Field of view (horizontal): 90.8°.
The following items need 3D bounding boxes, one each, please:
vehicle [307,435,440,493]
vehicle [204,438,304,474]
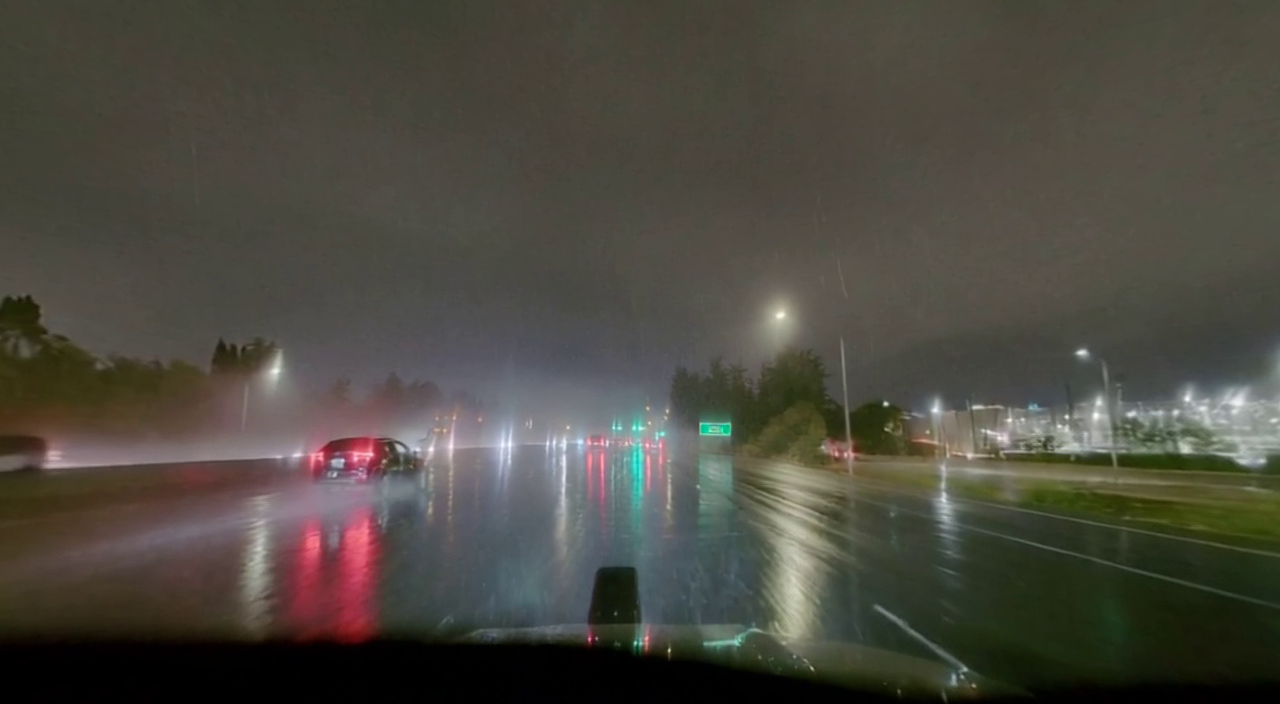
[{"bbox_3d":[-7.803,3.322,19.086,2.060,1.507,4.494,0,-9,0],"label":"vehicle"},{"bbox_3d":[-19.130,5.165,31.615,2.092,1.657,4.704,0,-9,-1],"label":"vehicle"}]
